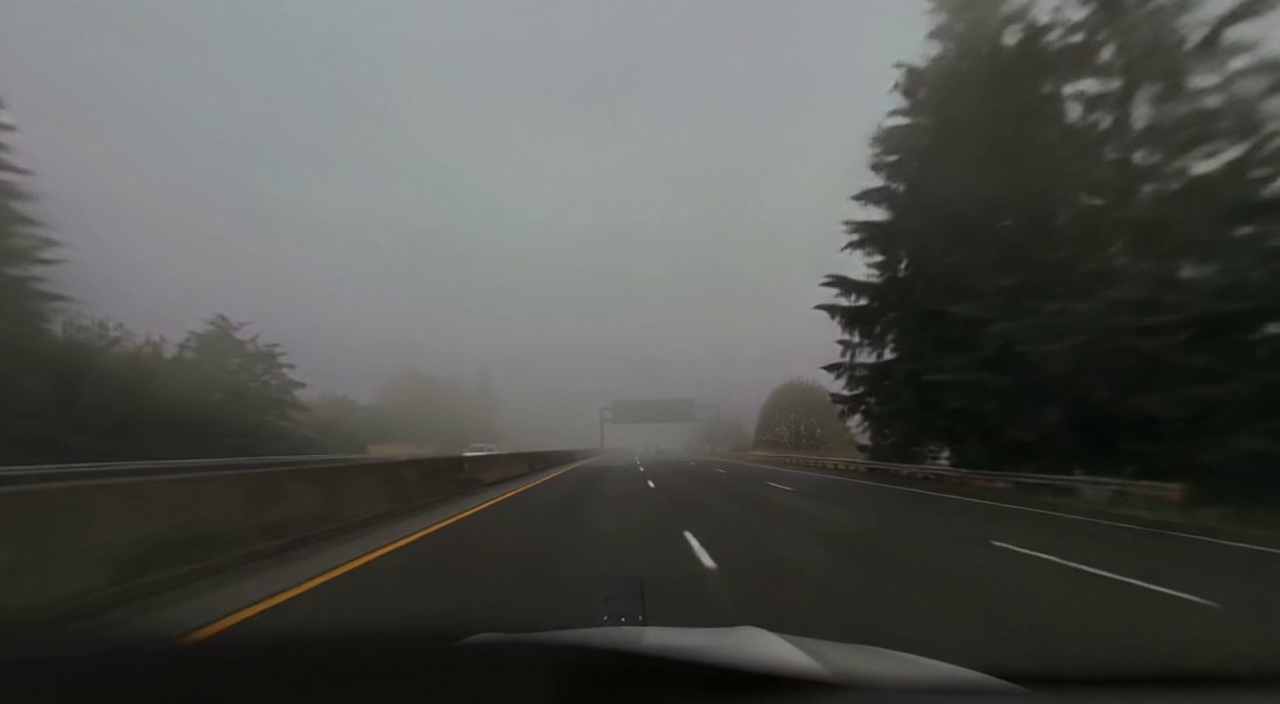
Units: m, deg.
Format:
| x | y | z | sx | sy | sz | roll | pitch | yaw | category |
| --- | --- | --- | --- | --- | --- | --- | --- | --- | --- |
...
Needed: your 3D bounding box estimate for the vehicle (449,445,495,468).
| x | y | z | sx | sy | sz | roll | pitch | yaw | category |
| --- | --- | --- | --- | --- | --- | --- | --- | --- | --- |
| -11.437 | 7.137 | 43.124 | 1.918 | 1.480 | 4.343 | 0 | -9 | 0 | vehicle |
